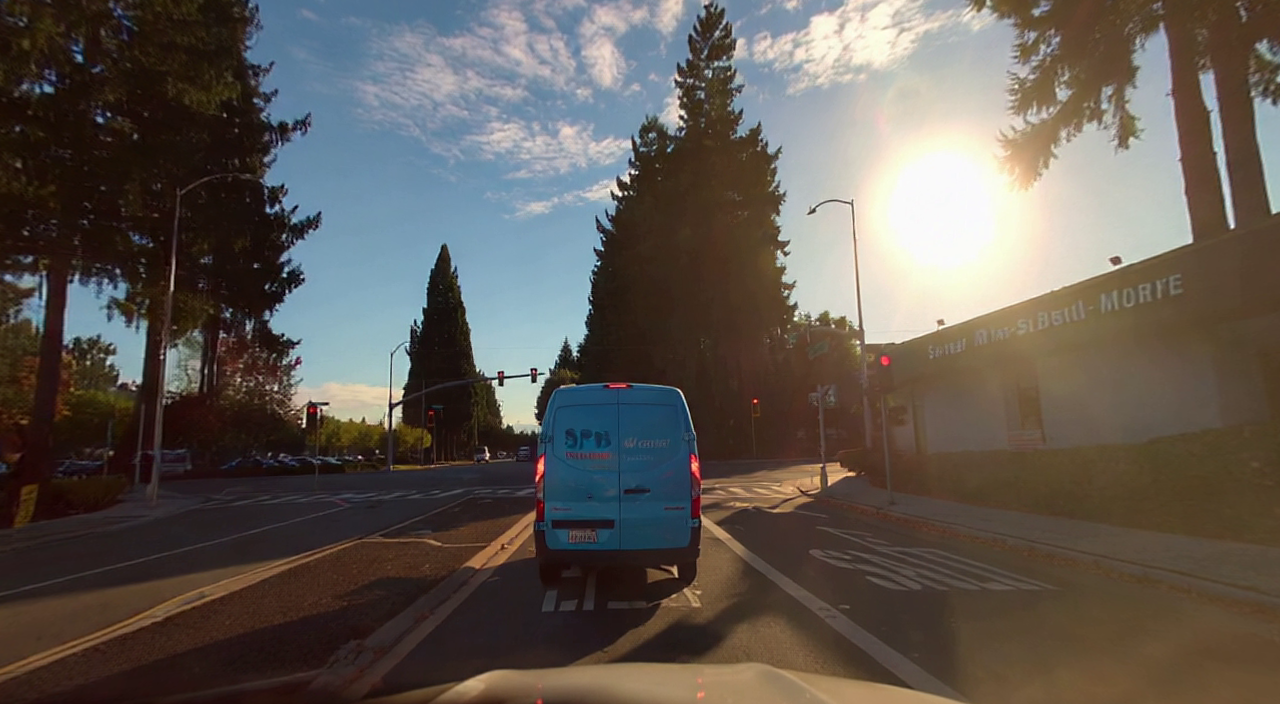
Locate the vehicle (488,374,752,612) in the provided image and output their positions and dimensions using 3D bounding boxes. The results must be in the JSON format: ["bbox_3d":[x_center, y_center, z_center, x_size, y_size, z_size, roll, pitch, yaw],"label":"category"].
[{"bbox_3d":[-0.291,1.463,7.288,2.181,1.949,3.932,1,-9,-4],"label":"vehicle"}]
